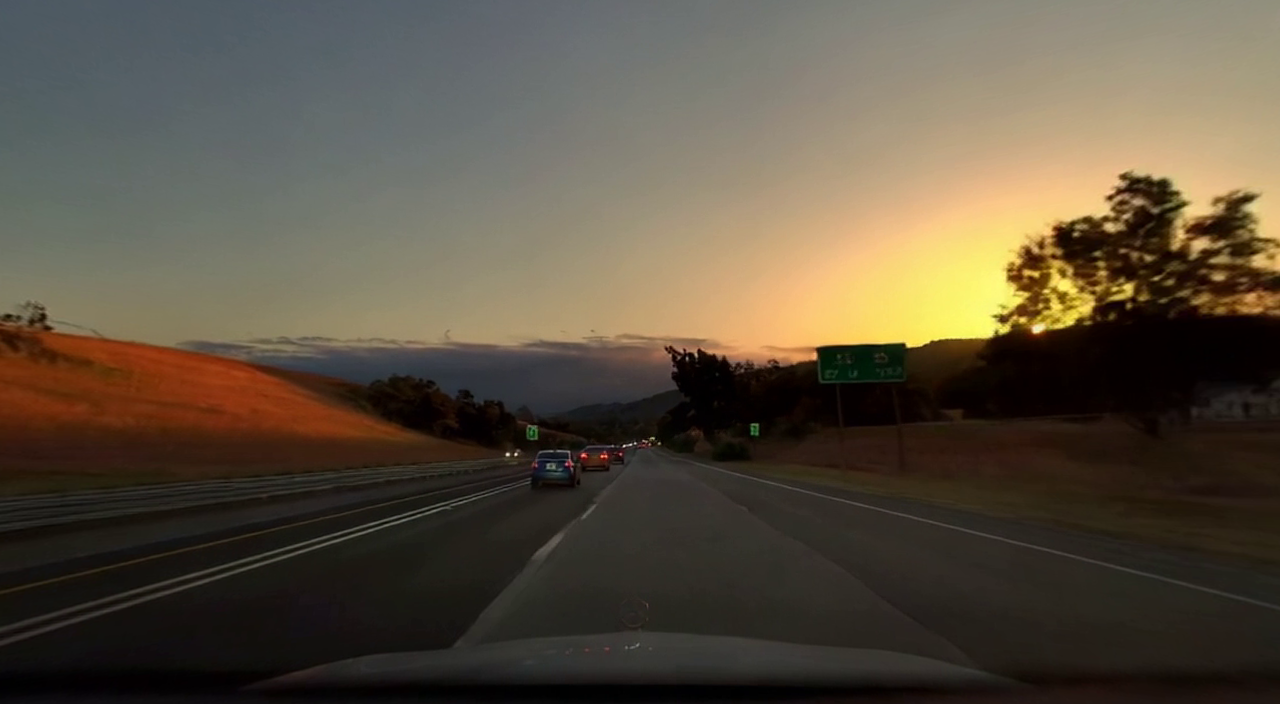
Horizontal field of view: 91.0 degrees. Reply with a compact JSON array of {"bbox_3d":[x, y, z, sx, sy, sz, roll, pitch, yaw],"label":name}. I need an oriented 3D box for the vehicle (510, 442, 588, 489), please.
[{"bbox_3d":[-3.166,4.080,22.947,2.044,1.527,4.607,0,-9,1],"label":"vehicle"}]

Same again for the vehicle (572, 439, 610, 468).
[{"bbox_3d":[-3.279,6.921,43.186,2.177,1.852,4.427,0,-9,1],"label":"vehicle"}]
